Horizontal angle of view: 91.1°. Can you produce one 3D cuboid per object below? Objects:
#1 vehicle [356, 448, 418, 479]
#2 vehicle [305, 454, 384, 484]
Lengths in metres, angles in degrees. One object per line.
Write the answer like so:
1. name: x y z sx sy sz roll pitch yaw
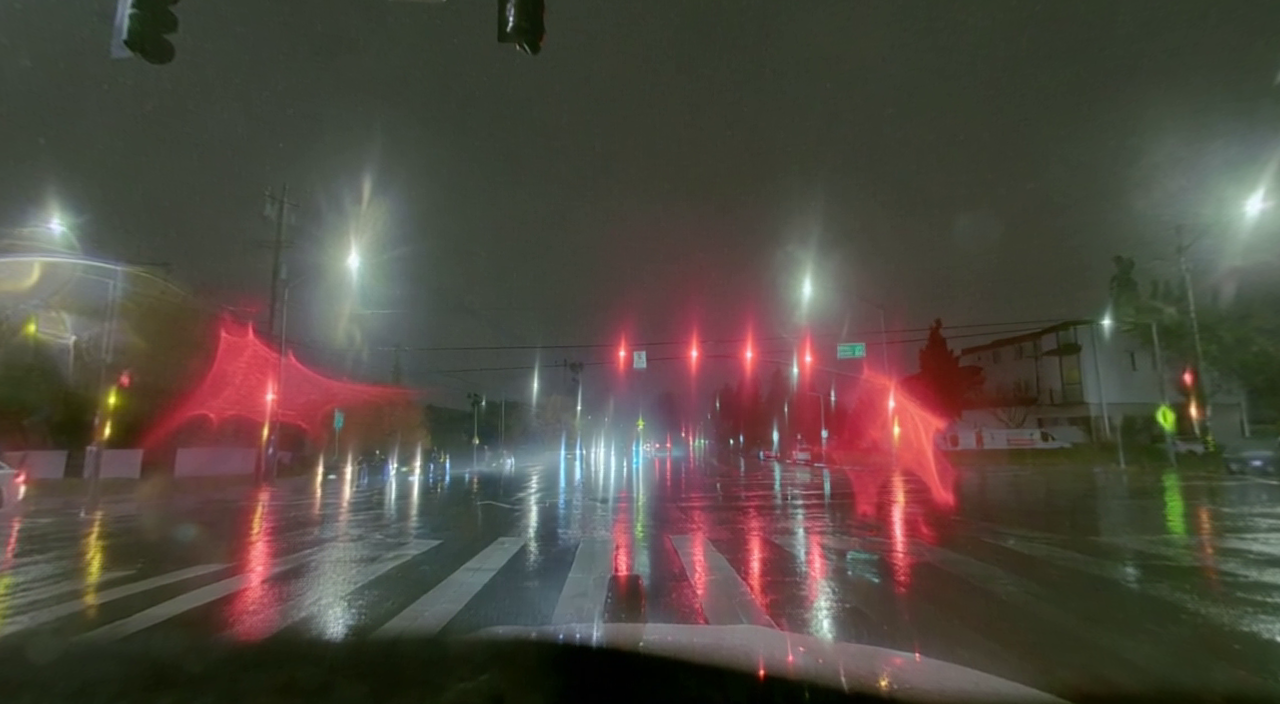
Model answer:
1. vehicle: -16.181 7.104 40.447 1.960 1.819 5.018 0 -9 -1
2. vehicle: -16.093 6.375 34.496 2.055 1.506 4.663 0 -9 0
